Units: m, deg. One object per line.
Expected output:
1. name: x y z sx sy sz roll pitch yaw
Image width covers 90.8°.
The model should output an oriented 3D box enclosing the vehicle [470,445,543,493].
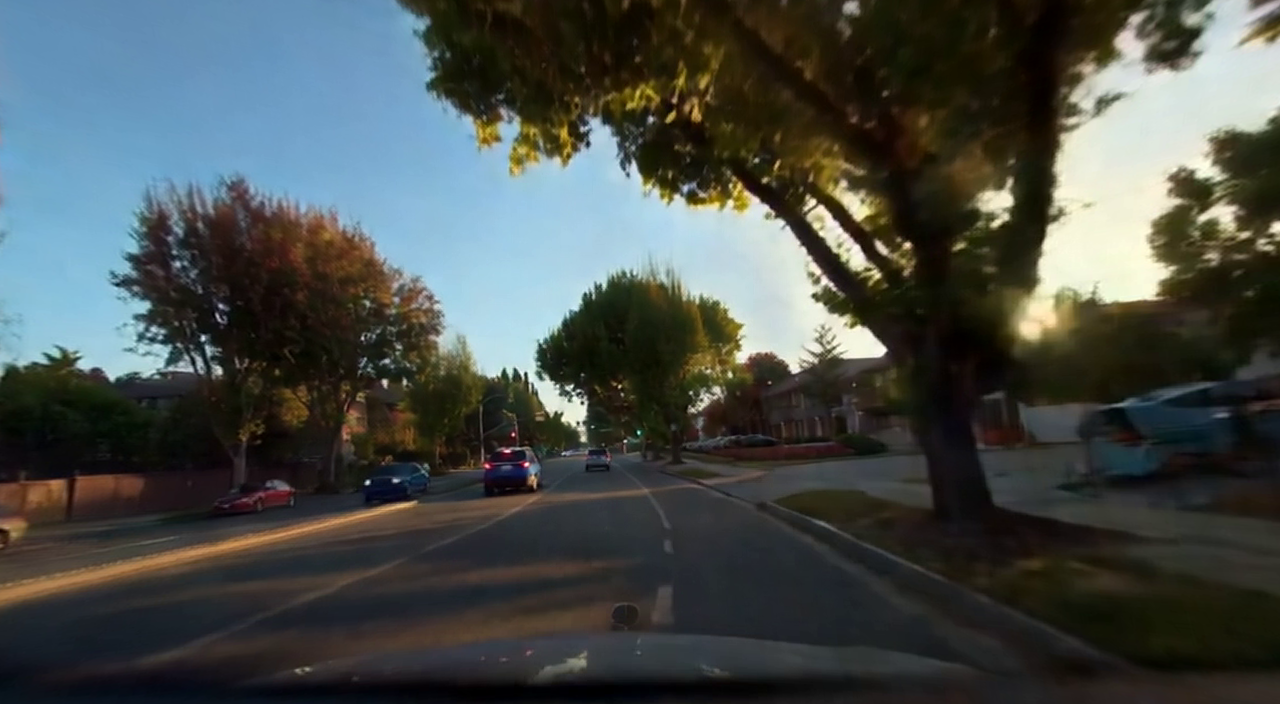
1. vehicle: -5.287 4.685 25.696 2.097 1.755 4.336 0 -8 -1

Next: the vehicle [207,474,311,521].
1. vehicle: -16.287 6.203 27.296 1.874 1.392 4.633 -6 -8 -4

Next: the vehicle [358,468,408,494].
1. vehicle: -17.357 8.701 42.903 1.880 1.476 4.715 0 -8 -6

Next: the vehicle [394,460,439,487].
1. vehicle: -17.532 9.548 49.748 1.996 1.886 4.692 0 -9 -3
